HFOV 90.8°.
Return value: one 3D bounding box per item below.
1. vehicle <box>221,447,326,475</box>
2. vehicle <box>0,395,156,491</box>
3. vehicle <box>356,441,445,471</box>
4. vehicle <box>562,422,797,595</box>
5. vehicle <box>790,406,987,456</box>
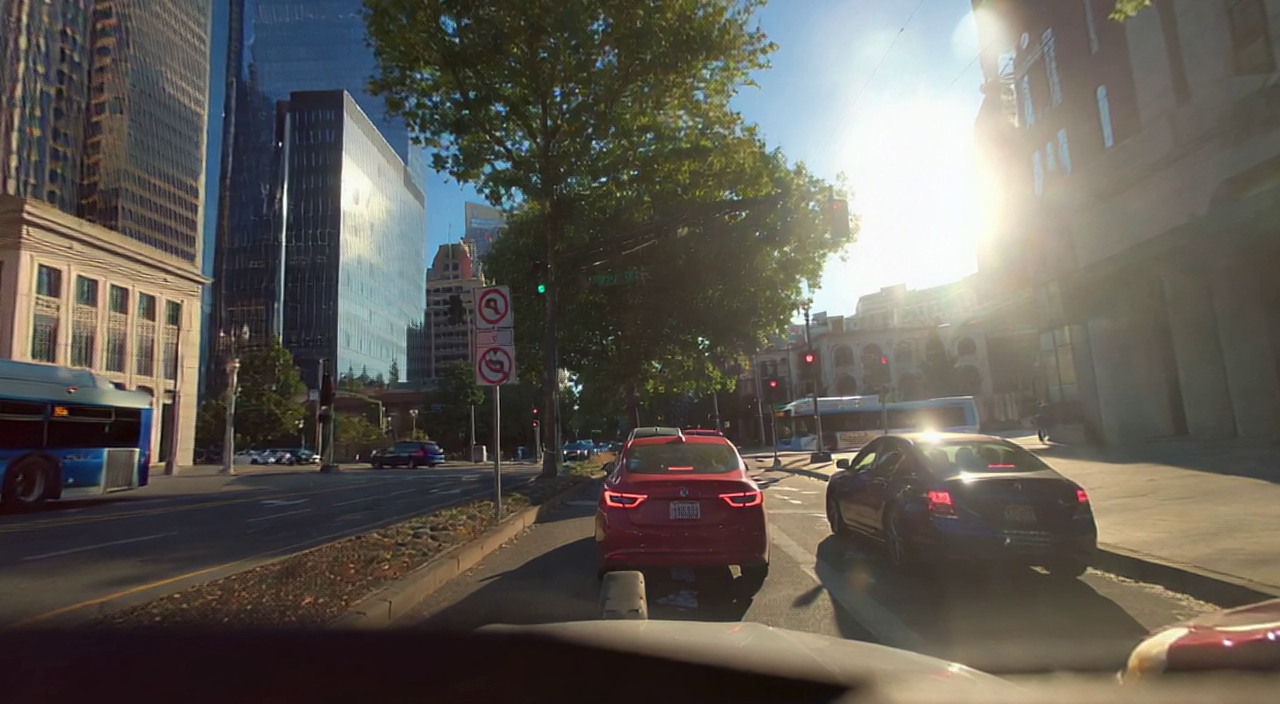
[{"bbox_3d":[-20.989,6.209,36.418,1.883,1.461,4.830,-5,-10,30],"label":"vehicle"},{"bbox_3d":[-25.912,3.647,25.362,2.692,3.685,10.153,-3,-9,20],"label":"vehicle"},{"bbox_3d":[-14.469,6.278,38.338,4.561,1.645,1.892,8,-12,-42],"label":"vehicle"},{"bbox_3d":[0.374,1.631,7.388,2.006,1.470,3.799,0,-8,1],"label":"vehicle"},{"bbox_3d":[18.997,6.209,49.158,13.811,3.706,2.997,-1,-9,3],"label":"vehicle"}]
